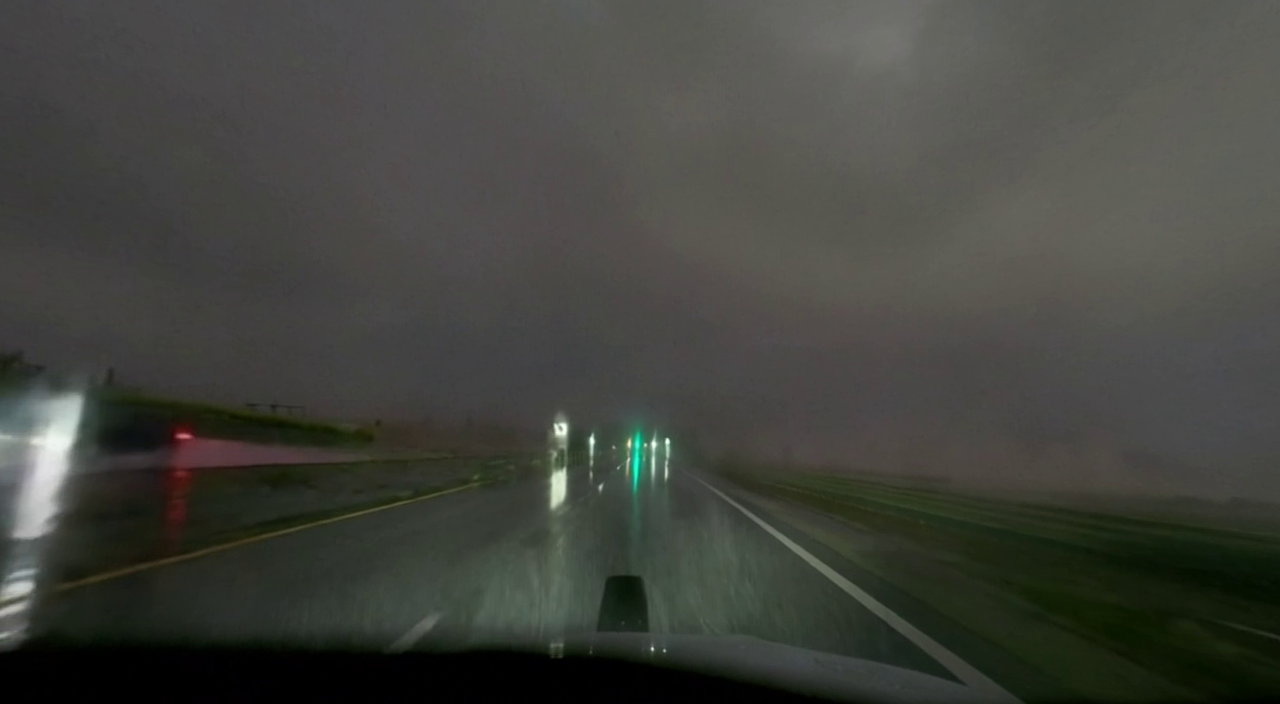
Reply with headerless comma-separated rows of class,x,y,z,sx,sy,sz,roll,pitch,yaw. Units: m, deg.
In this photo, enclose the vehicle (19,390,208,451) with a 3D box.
vehicle,-18.193,2.517,22.137,2.306,1.894,4.871,0,-9,1
